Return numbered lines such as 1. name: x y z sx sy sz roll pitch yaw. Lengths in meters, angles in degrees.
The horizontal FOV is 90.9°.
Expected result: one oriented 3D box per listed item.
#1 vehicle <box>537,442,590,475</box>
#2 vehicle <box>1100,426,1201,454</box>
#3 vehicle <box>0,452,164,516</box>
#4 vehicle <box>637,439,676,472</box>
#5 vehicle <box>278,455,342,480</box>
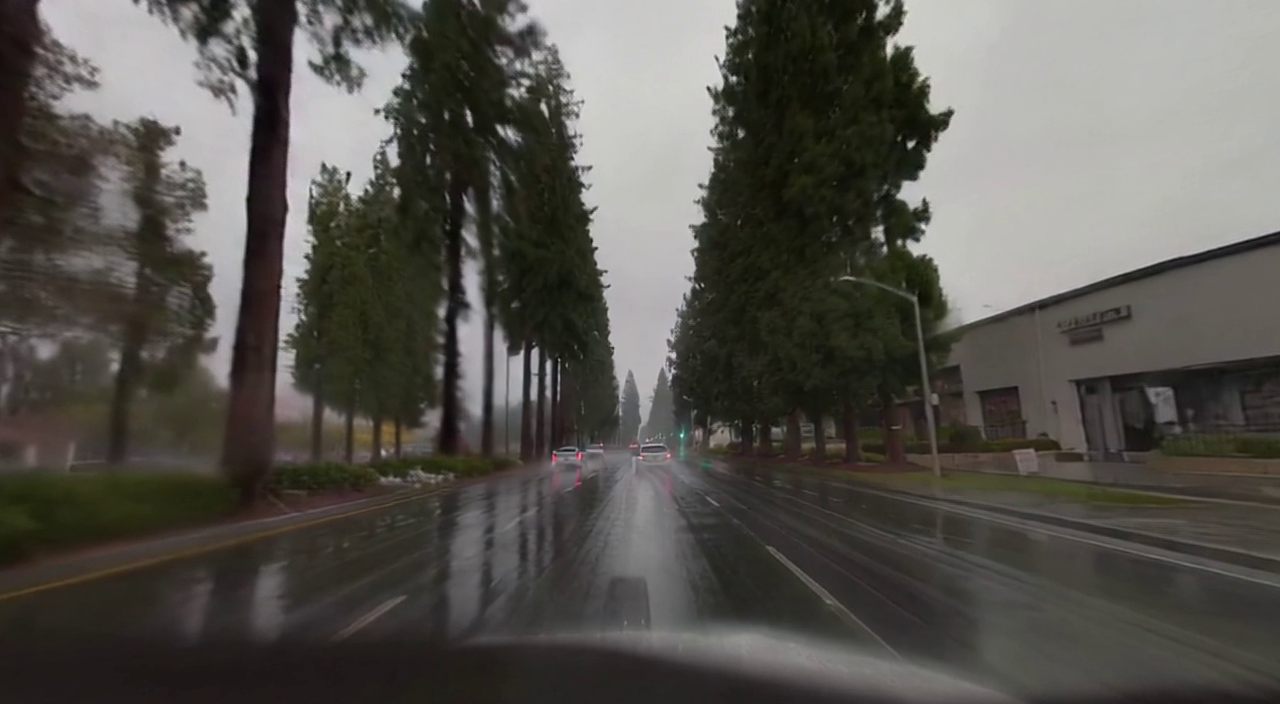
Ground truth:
1. vehicle: -3.627 5.108 30.521 1.908 1.481 4.536 0 -8 1
2. vehicle: 32.933 5.702 40.725 4.458 1.761 2.424 1 -8 -4
3. vehicle: -18.613 4.143 20.454 2.021 1.732 5.410 0 -8 1
4. vehicle: 0.802 5.397 33.036 1.922 1.579 3.642 0 -8 -1
5. vehicle: -22.408 7.826 42.969 1.849 1.568 4.397 0 -8 2
